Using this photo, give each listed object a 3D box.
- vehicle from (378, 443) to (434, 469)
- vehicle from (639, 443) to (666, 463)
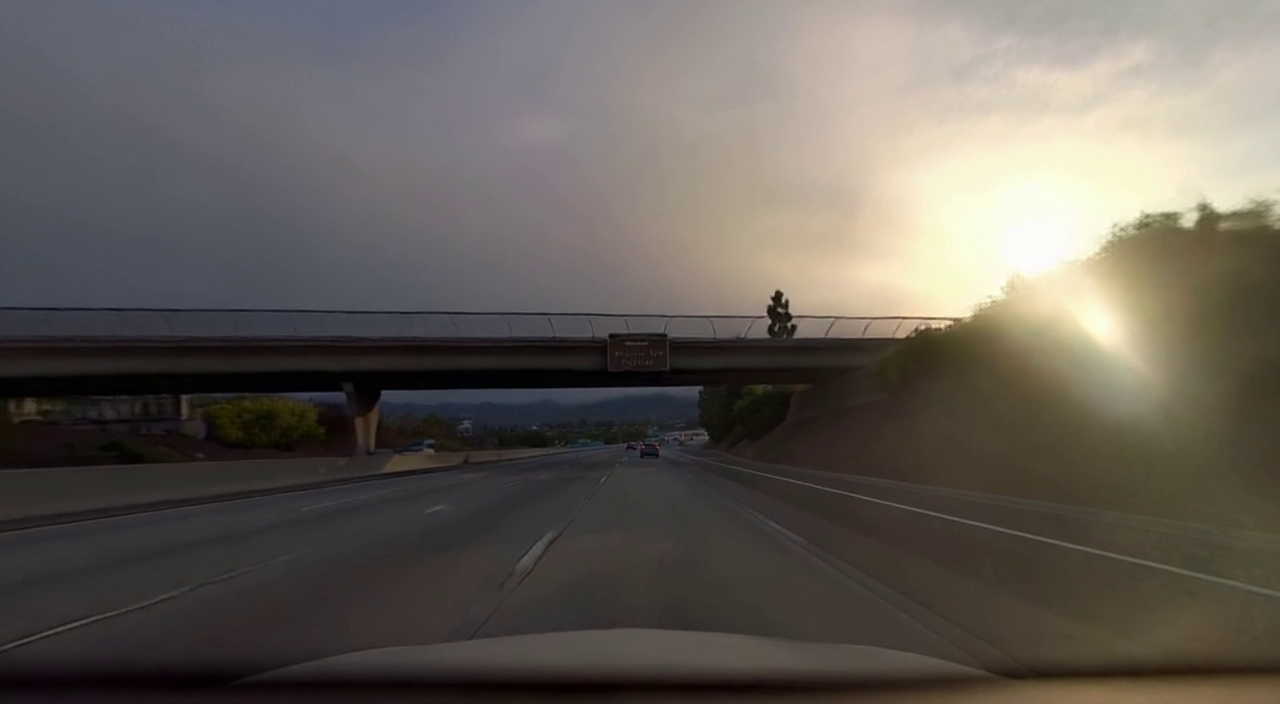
[{"bbox_3d":[-14.953,6.614,40.585,1.806,1.563,3.887,-1,-8,6],"label":"vehicle"},{"bbox_3d":[0.924,7.650,48.021,1.970,1.477,4.158,0,-9,1],"label":"vehicle"}]
